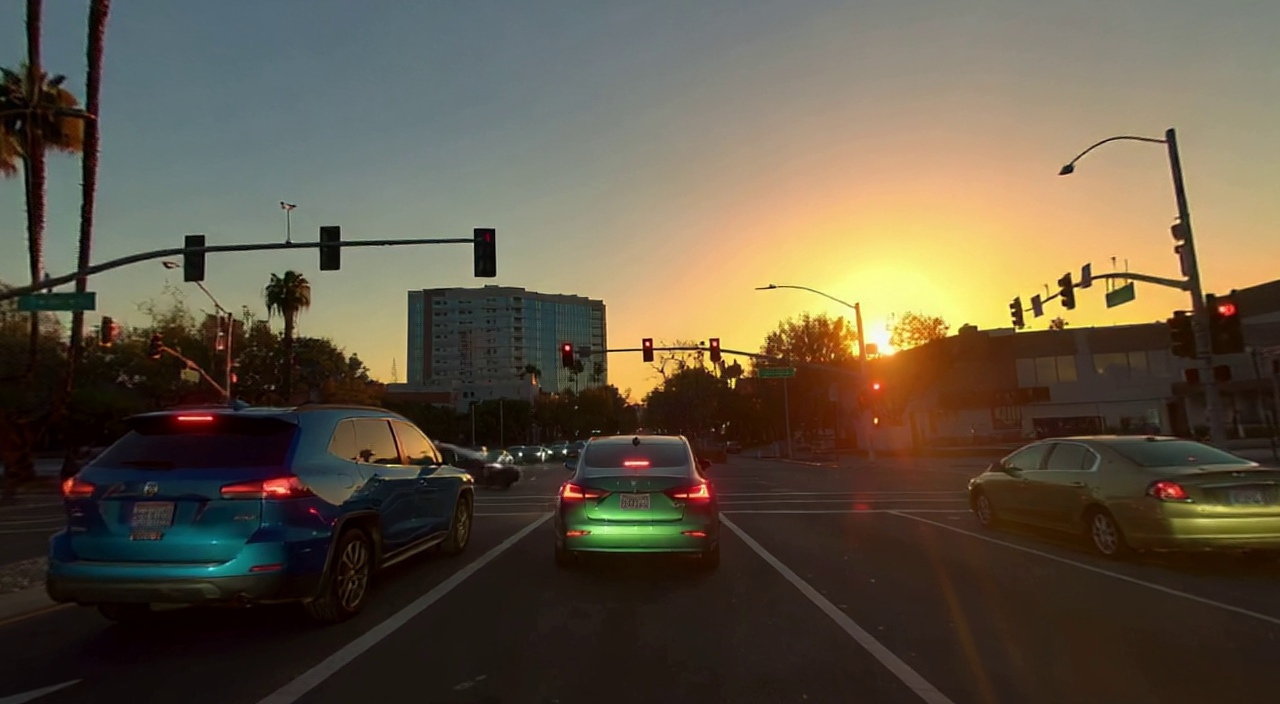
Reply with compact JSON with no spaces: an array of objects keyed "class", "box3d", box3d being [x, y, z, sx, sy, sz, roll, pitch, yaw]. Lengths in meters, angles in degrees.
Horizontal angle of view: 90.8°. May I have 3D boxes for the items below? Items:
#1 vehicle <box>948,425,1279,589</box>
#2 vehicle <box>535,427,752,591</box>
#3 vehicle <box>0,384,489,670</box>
[{"class":"vehicle","box3d":[6.091,1.758,8.099,1.970,1.489,4.482,0,-8,-1]},{"class":"vehicle","box3d":[0.001,1.706,7.714,1.942,1.445,3.973,0,-8,-1]},{"class":"vehicle","box3d":[-3.102,1.366,6.066,2.051,1.682,4.467,0,-8,2]}]
